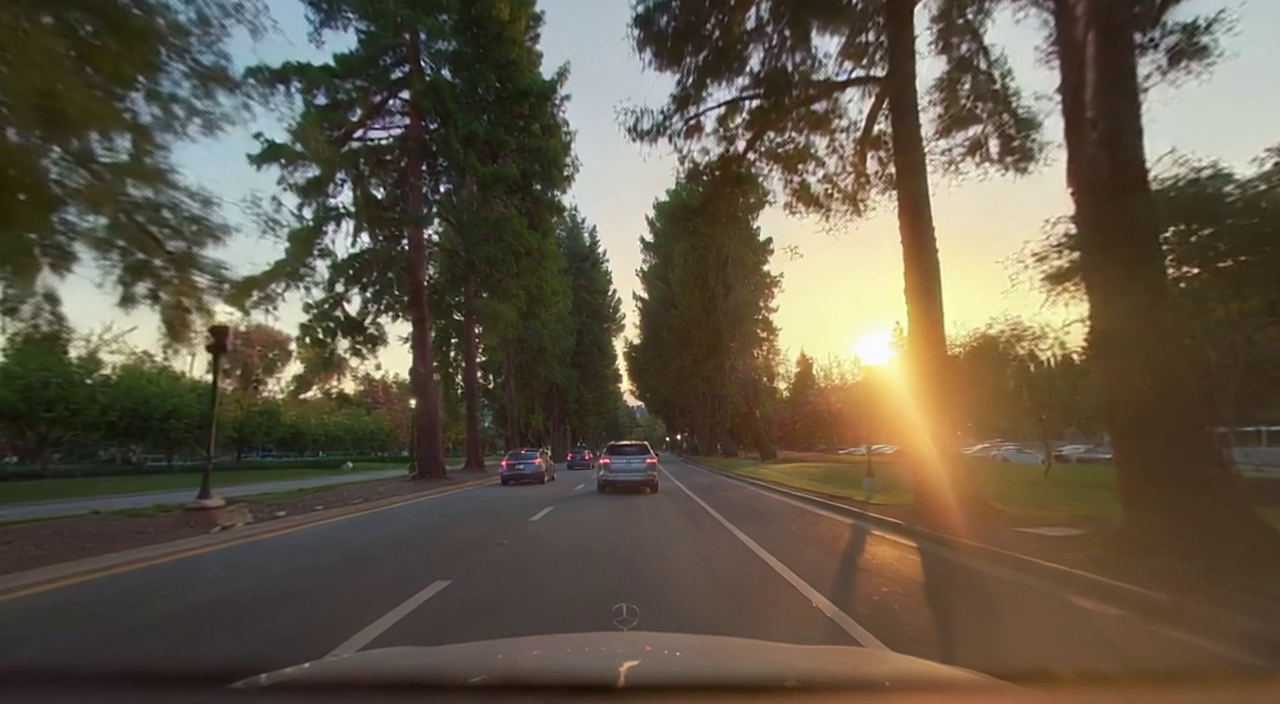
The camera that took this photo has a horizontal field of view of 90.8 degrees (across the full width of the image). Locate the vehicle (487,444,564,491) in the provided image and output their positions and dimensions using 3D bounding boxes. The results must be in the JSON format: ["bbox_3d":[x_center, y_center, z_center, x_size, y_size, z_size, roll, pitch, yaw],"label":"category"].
[{"bbox_3d":[-4.041,4.109,22.911,1.936,1.538,4.016,0,-8,1],"label":"vehicle"}]

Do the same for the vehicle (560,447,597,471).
[{"bbox_3d":[-4.118,7.225,42.837,1.959,1.485,4.452,0,-8,1],"label":"vehicle"}]

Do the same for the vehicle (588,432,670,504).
[{"bbox_3d":[-0.276,3.172,17.747,2.018,1.769,3.897,0,-8,0],"label":"vehicle"}]
